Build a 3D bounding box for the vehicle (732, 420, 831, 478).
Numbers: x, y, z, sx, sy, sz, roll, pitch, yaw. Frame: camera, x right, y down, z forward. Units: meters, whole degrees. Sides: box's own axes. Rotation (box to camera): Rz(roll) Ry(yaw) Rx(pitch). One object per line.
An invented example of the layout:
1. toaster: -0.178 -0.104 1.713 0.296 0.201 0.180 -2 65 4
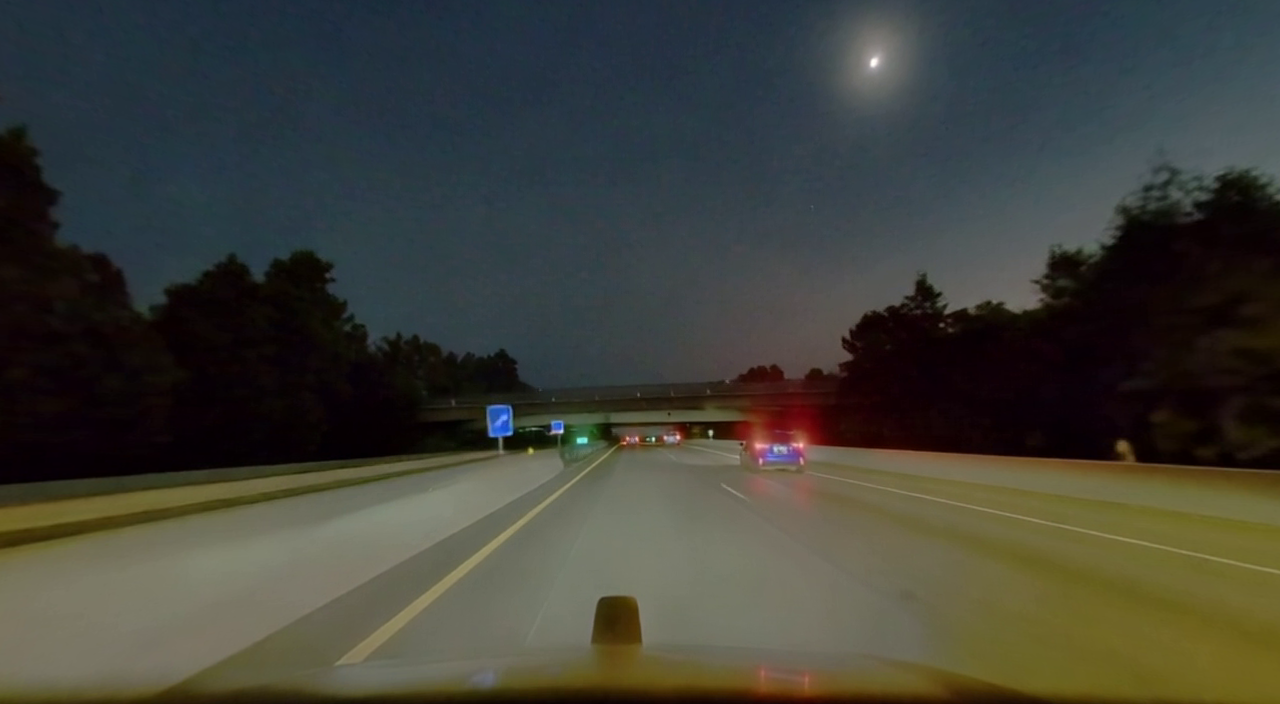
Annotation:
1. vehicle: 4.359 3.063 20.132 2.073 1.651 4.065 0 -8 -2
